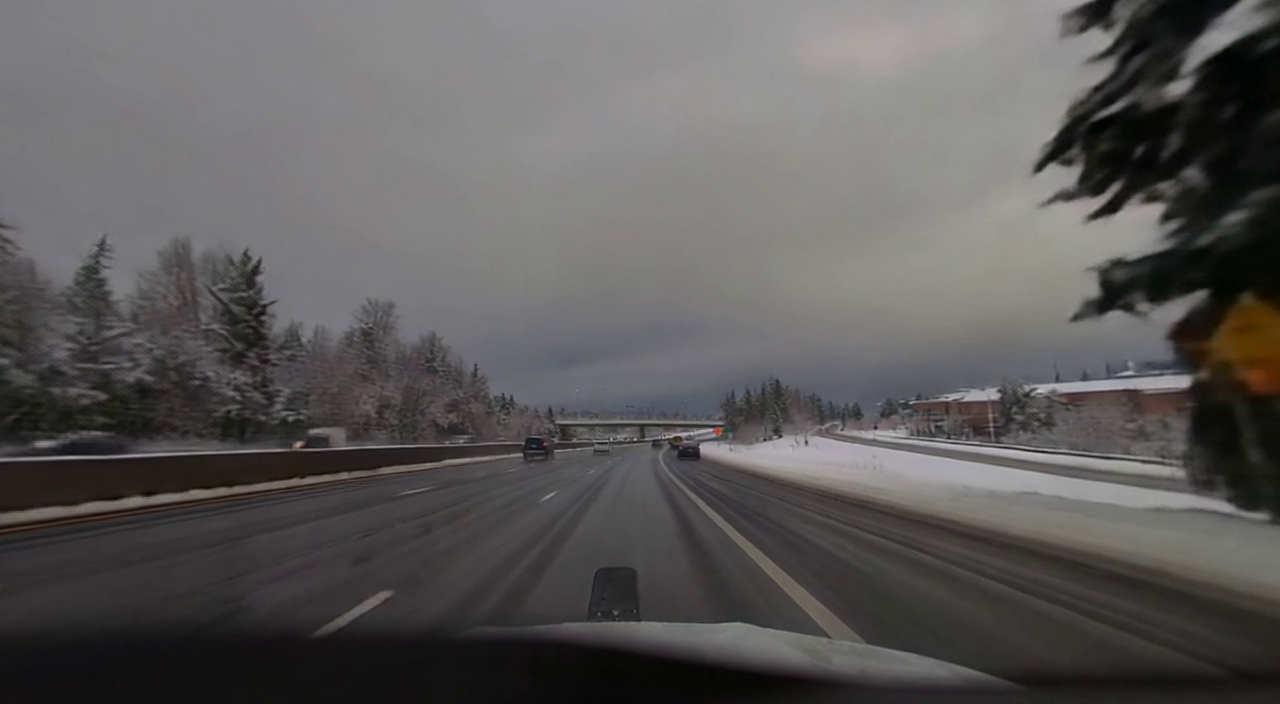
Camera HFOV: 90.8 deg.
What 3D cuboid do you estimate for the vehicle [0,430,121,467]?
[{"bbox_3d":[-30.411,5.059,33.173,2.033,1.774,4.856,0,-8,1],"label":"vehicle"}]

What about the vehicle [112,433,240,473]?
[{"bbox_3d":[-20.049,4.398,27.595,2.005,1.576,4.638,0,-8,1],"label":"vehicle"}]

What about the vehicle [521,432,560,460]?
[{"bbox_3d":[-6.998,6.681,44.925,2.009,1.850,4.338,0,-8,1],"label":"vehicle"}]

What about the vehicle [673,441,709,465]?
[{"bbox_3d":[3.227,6.464,40.614,1.967,1.475,4.080,0,-8,0],"label":"vehicle"}]

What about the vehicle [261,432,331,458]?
[{"bbox_3d":[-26.592,7.234,49.133,2.136,1.862,5.573,0,-8,2],"label":"vehicle"}]
